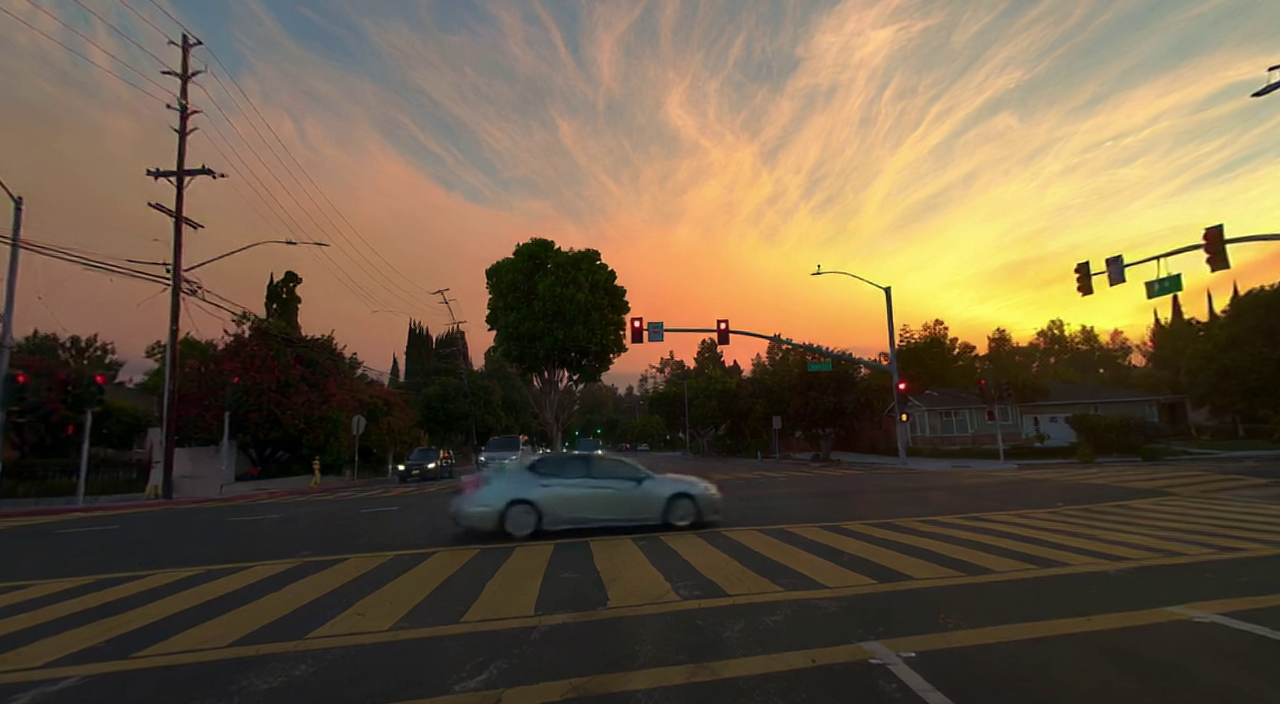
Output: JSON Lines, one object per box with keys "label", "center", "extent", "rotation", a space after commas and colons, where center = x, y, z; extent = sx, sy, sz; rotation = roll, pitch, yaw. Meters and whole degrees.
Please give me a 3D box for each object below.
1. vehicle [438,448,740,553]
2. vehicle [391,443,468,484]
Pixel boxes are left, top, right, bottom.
{"label": "vehicle", "center": [-0.902, 2.254, 10.231], "extent": [4.443, 1.367, 2.197], "rotation": [2, -9, -17]}
{"label": "vehicle", "center": [-10.181, 5.388, 30.985], "extent": [2.241, 1.819, 4.690], "rotation": [0, -9, -1]}
